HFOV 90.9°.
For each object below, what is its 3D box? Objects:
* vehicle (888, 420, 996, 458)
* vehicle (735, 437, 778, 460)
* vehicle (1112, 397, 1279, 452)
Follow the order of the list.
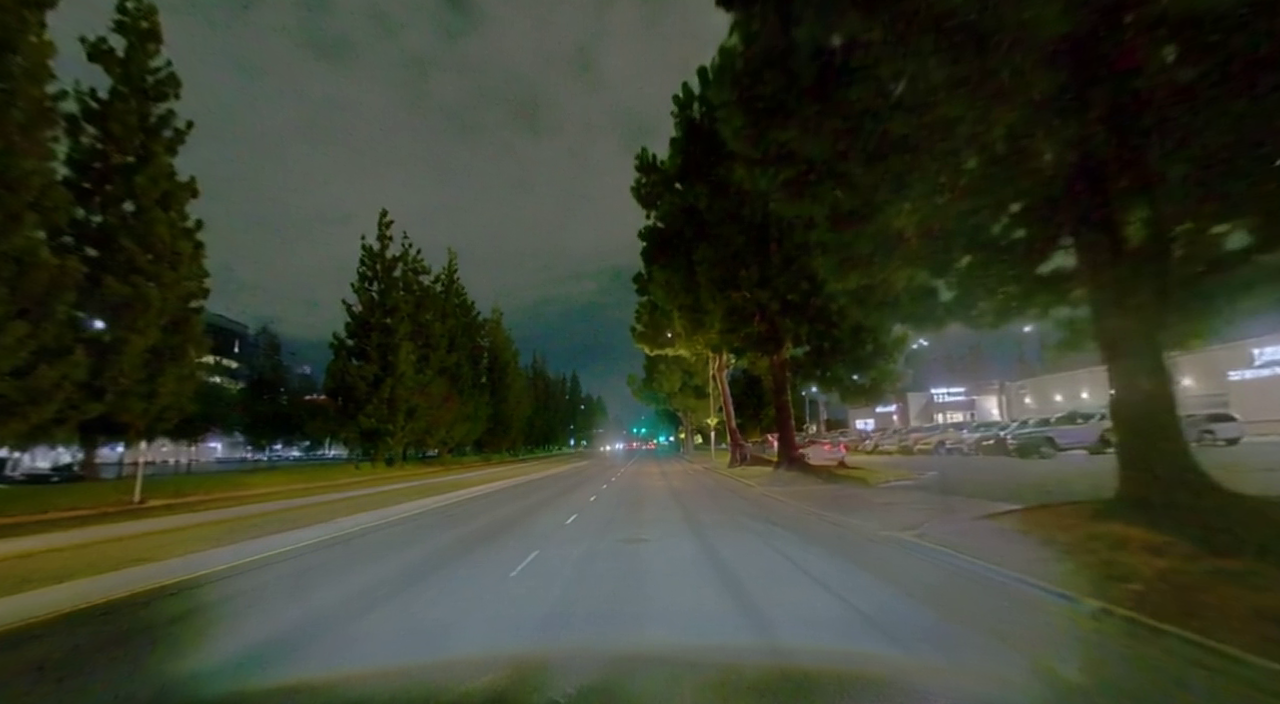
[{"bbox_3d":[14.816,4.312,30.974,4.387,1.532,1.930,-9,-12,34],"label":"vehicle"},{"bbox_3d":[8.304,6.929,45.328,2.056,1.449,4.679,-1,-8,-2],"label":"vehicle"},{"bbox_3d":[19.905,2.631,22.480,4.419,1.603,1.930,-7,-10,23],"label":"vehicle"}]
